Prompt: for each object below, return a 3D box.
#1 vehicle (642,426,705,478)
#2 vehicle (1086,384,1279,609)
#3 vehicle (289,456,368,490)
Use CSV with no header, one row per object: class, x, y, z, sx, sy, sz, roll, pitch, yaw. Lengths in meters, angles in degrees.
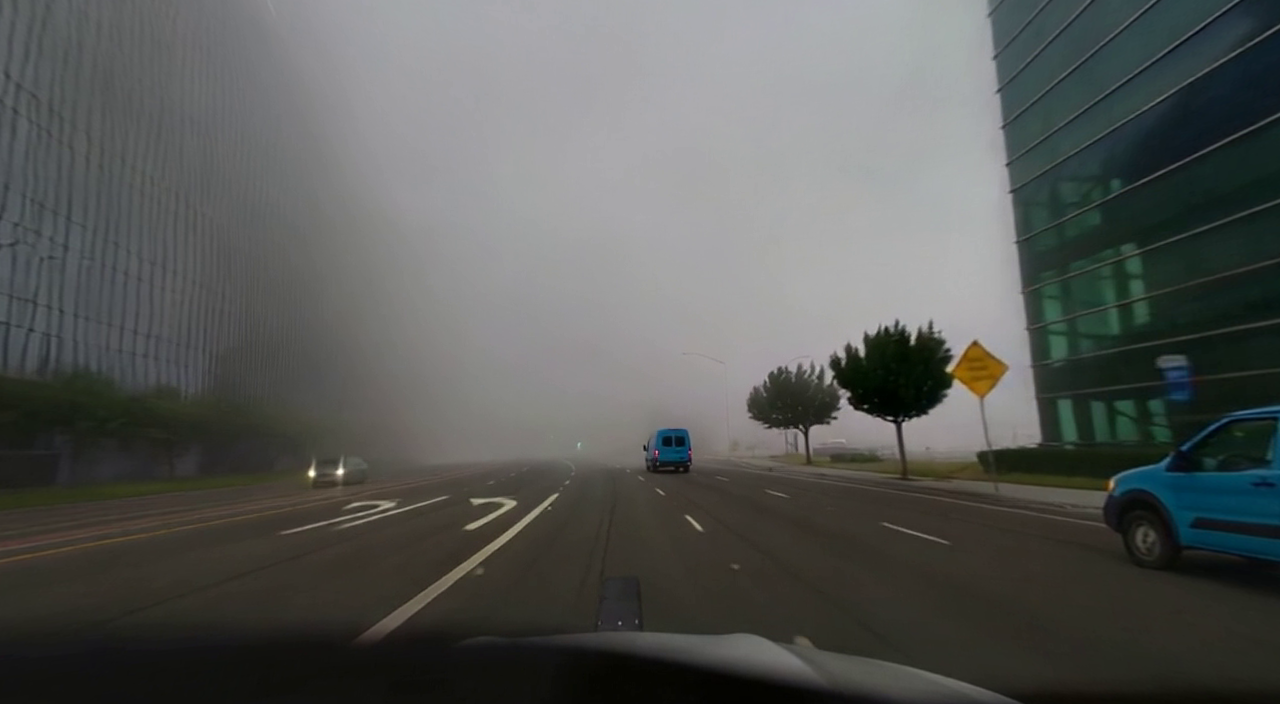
vehicle,1.475,4.759,30.195,2.339,2.244,4.817,0,-9,-5
vehicle,5.958,1.077,4.641,1.992,1.726,4.434,0,-9,-1
vehicle,-15.422,5.963,31.413,1.893,1.447,4.581,0,-8,-4
